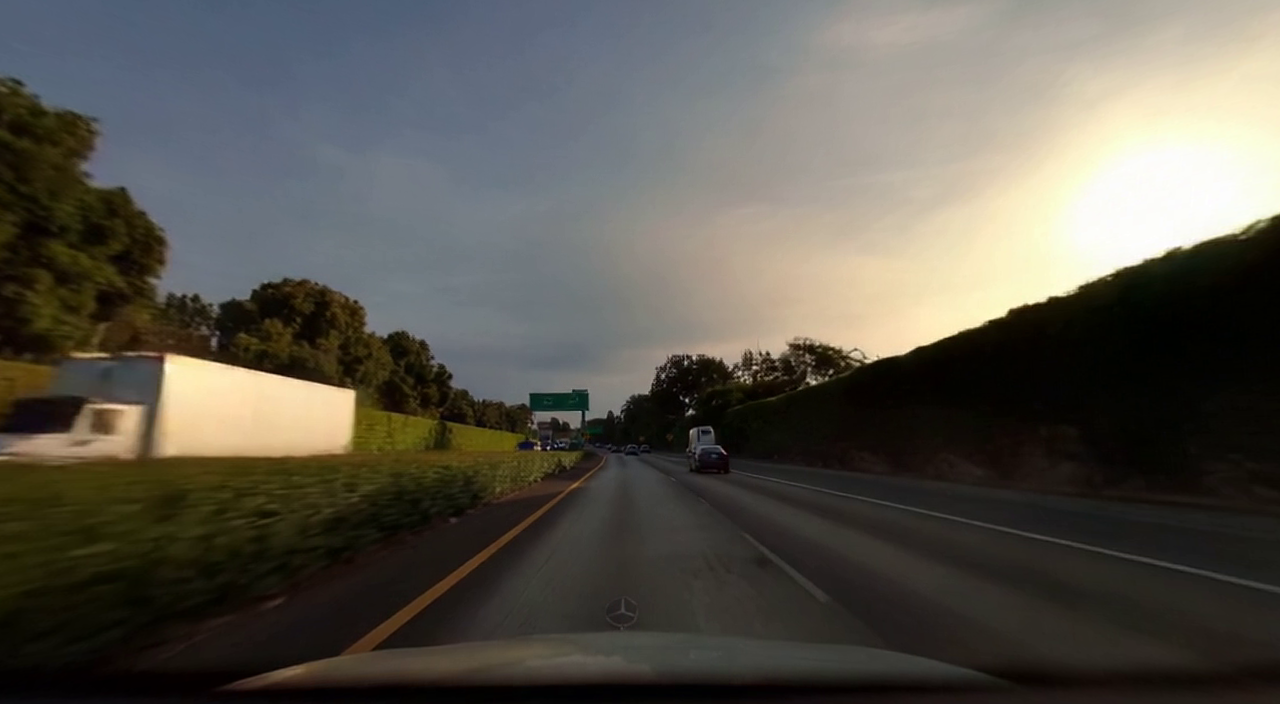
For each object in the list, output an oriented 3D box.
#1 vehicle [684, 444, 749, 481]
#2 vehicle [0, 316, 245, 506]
[{"bbox_3d":[3.375,5.008,28.626,2.244,1.498,4.338,0,-9,-3],"label":"vehicle"},{"bbox_3d":[-13.635,1.661,16.107,2.974,3.986,5.874,0,-9,-1],"label":"vehicle"}]
